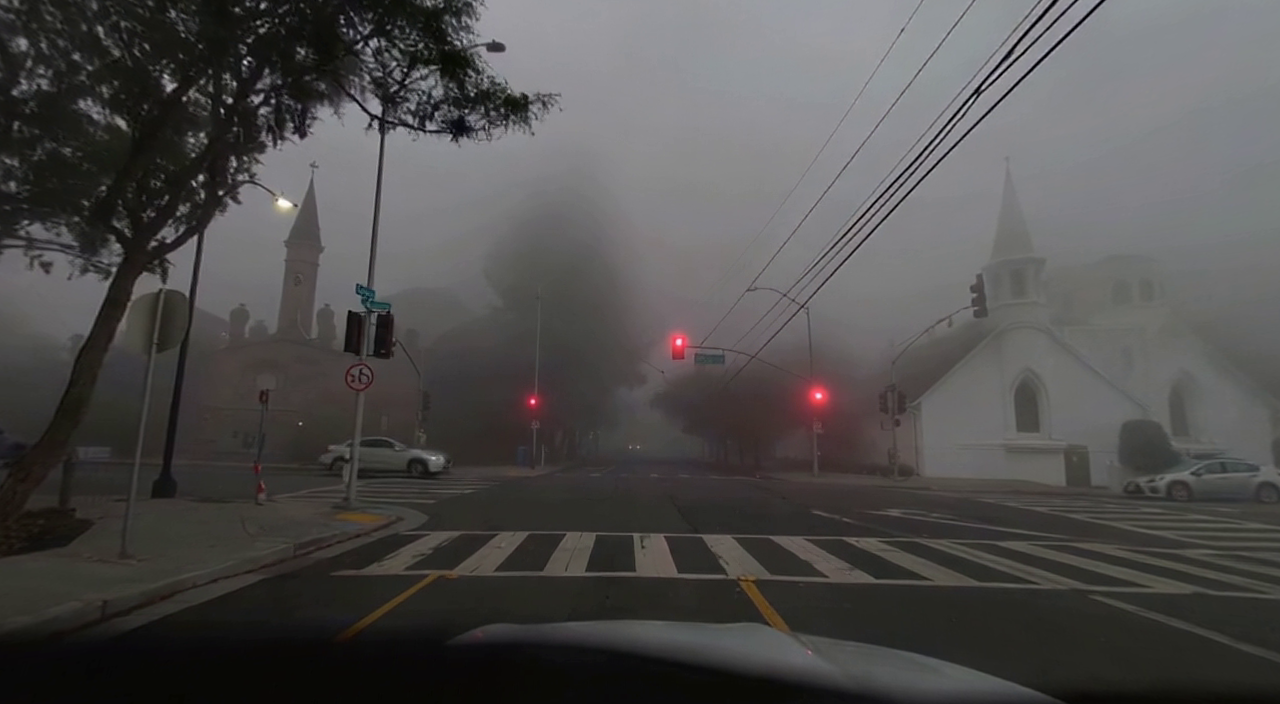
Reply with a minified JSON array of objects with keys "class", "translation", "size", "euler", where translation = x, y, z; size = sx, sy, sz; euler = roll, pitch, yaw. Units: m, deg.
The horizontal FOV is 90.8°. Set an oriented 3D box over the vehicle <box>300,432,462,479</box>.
[{"class":"vehicle","translation":[-8.843,3.558,21.866],"size":[4.718,1.497,2.032],"euler":[0,-9,4]}]
